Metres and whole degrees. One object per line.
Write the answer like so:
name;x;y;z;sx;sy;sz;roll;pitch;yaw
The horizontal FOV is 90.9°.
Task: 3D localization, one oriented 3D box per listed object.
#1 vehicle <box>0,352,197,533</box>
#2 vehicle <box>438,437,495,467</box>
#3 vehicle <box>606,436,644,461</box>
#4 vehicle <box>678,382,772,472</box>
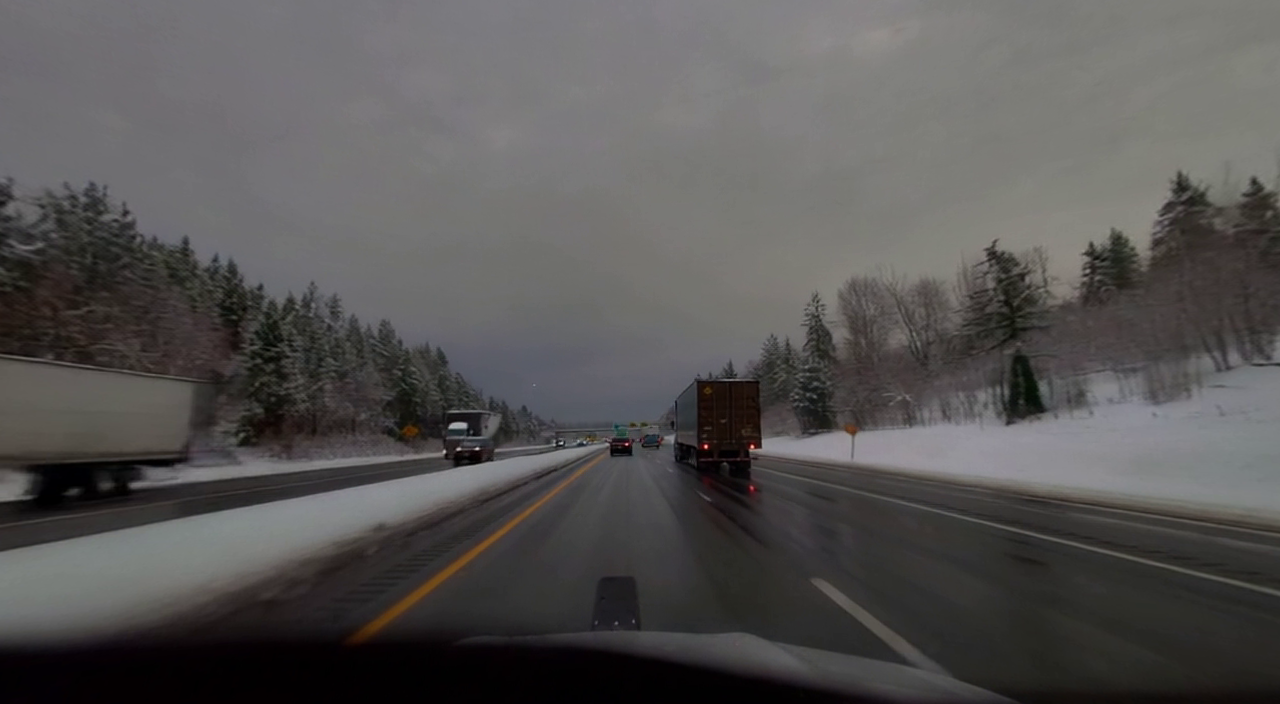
vehicle;-13.804;1.842;12.703;2.961;3.458;9.579;-1;-7;-1
vehicle;-9.223;5.330;33.840;1.961;1.504;3.762;0;-7;0
vehicle;-0.896;5.881;38.641;2.259;1.466;3.693;0;-7;-1
vehicle;3.593;3.481;28.952;2.921;3.526;8.207;0;-7;-2
